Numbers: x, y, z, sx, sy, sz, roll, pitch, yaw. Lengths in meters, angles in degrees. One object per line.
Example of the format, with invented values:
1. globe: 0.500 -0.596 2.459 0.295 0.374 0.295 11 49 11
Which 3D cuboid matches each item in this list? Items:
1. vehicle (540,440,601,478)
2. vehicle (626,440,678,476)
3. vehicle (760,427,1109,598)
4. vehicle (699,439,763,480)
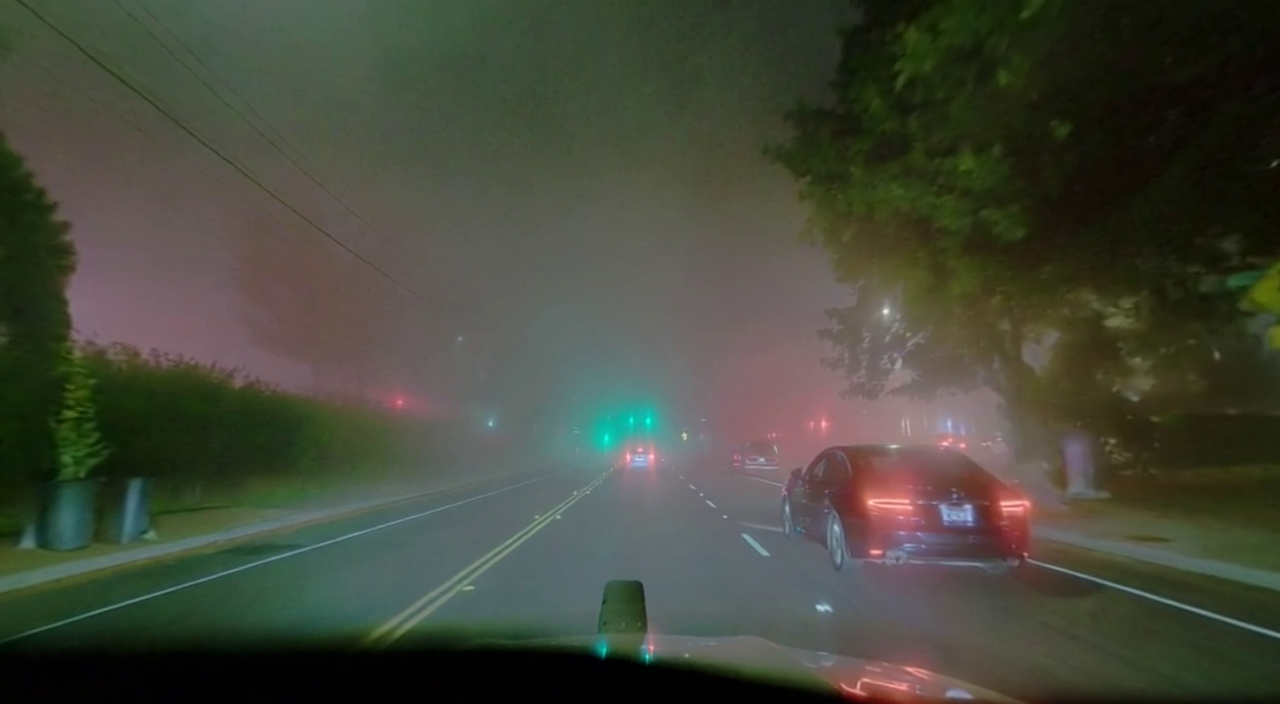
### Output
1. vehicle: -2.914 4.603 27.378 2.012 1.505 4.205 -1 -8 2
2. vehicle: 0.509 4.630 27.948 2.101 1.467 4.210 0 -8 0
3. vehicle: 3.031 1.734 7.846 2.158 1.483 4.415 0 -8 -1
4. vehicle: 3.591 4.322 25.690 1.943 1.484 4.030 0 -8 -1
